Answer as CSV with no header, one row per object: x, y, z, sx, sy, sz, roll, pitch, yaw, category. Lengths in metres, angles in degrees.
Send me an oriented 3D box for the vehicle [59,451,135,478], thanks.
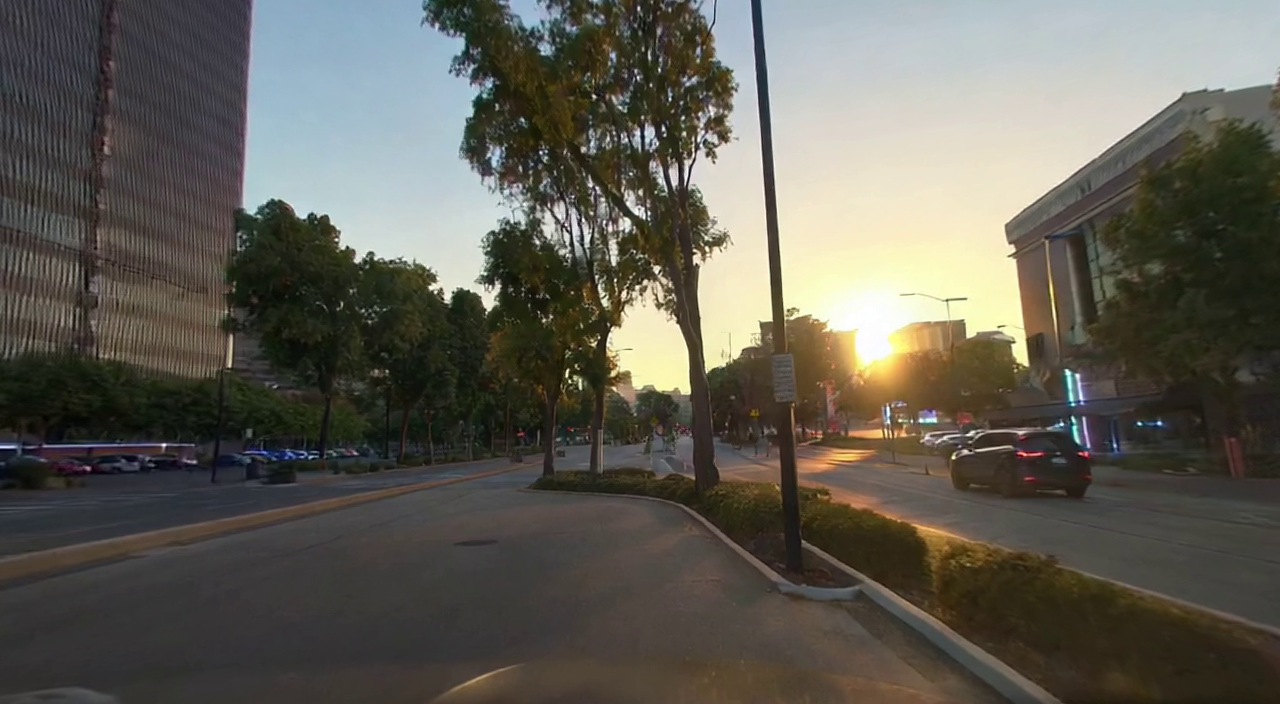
-34.853,7.171,40.513,5.124,1.541,2.121,-5,-10,32,vehicle

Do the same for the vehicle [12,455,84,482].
-35.949,7.014,38.334,4.157,1.458,2.130,-6,-10,33,vehicle

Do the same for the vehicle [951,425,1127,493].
10.960,2.985,17.894,2.100,1.638,4.545,0,-9,2,vehicle
